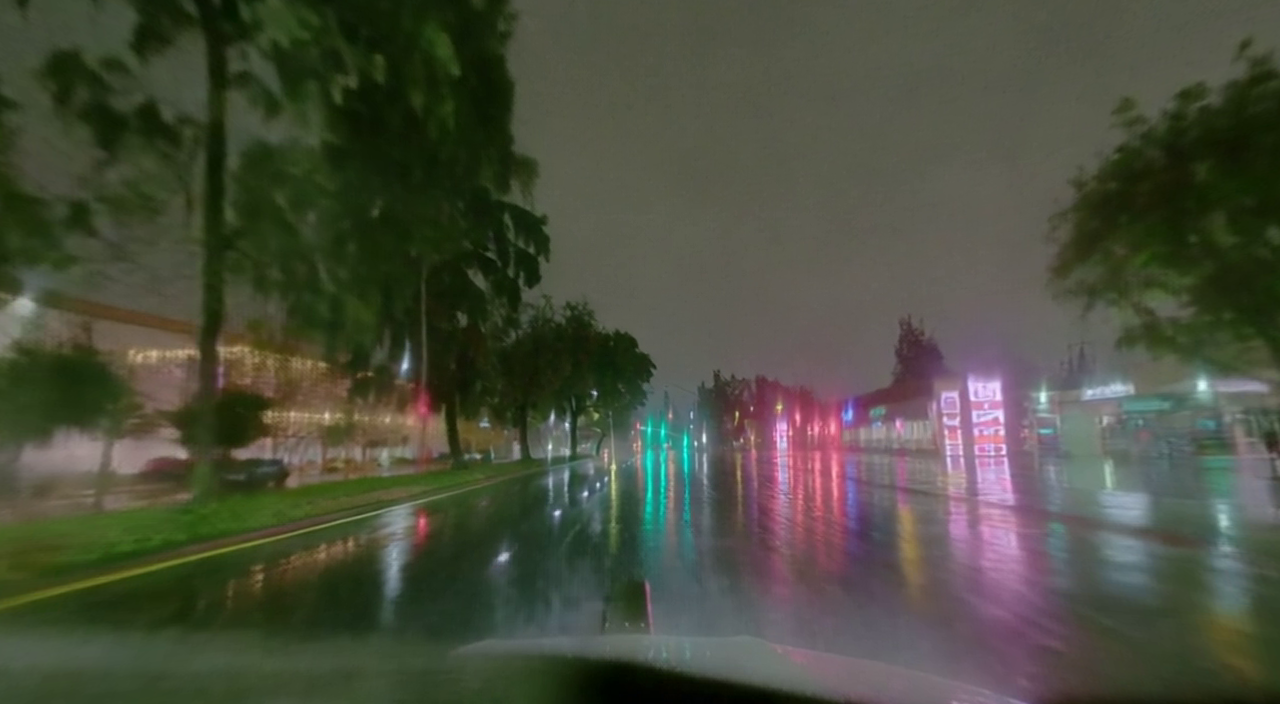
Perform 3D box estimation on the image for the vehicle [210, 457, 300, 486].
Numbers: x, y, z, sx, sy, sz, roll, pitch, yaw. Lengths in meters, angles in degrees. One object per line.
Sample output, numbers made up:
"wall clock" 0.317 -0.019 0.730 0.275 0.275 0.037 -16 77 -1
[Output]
"vehicle" -22.192 6.876 36.570 2.135 1.467 4.653 -1 -9 2
